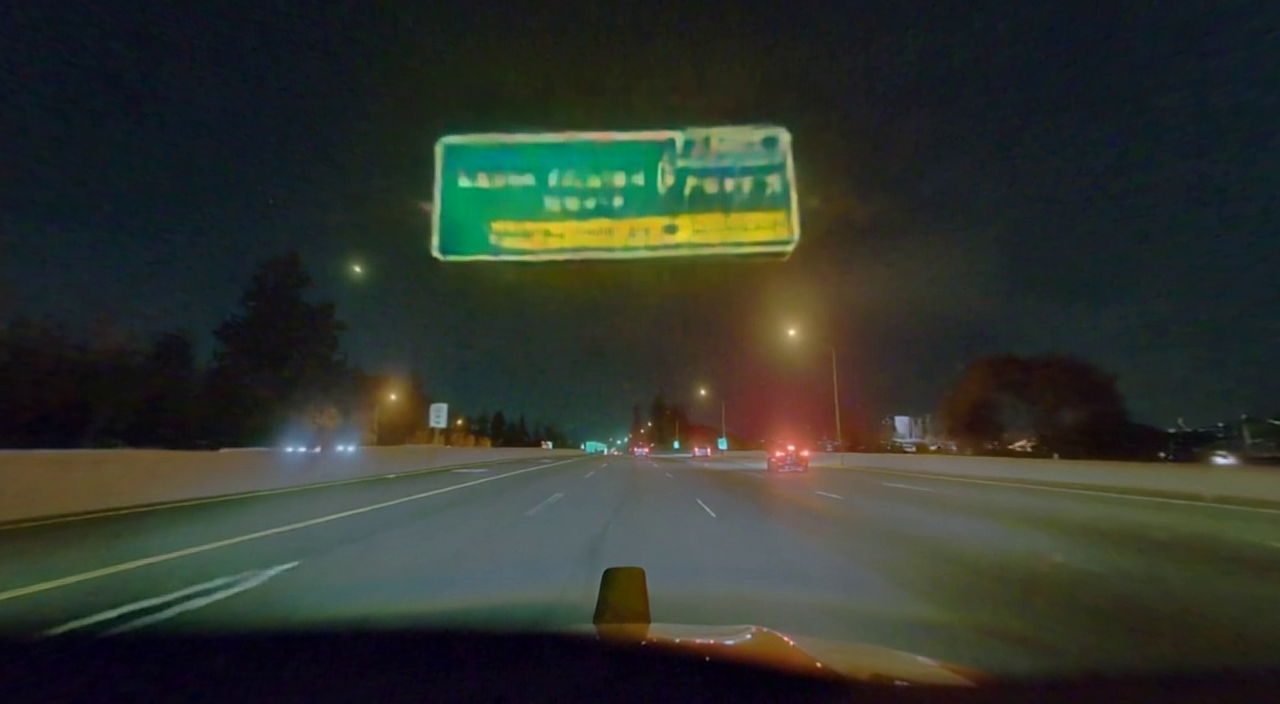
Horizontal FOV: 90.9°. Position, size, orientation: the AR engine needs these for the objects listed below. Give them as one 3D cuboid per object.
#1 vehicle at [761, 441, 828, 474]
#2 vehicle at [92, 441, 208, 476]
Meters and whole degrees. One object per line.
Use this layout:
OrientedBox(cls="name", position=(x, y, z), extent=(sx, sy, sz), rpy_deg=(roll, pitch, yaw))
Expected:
OrientedBox(cls="vehicle", position=(7.657, 5.281, 31.784), extent=(2.031, 1.524, 4.657), rpy_deg=(0, -8, -2))
OrientedBox(cls="vehicle", position=(-22.250, 4.832, 28.881), extent=(1.815, 1.450, 4.401), rpy_deg=(0, -8, -1))
